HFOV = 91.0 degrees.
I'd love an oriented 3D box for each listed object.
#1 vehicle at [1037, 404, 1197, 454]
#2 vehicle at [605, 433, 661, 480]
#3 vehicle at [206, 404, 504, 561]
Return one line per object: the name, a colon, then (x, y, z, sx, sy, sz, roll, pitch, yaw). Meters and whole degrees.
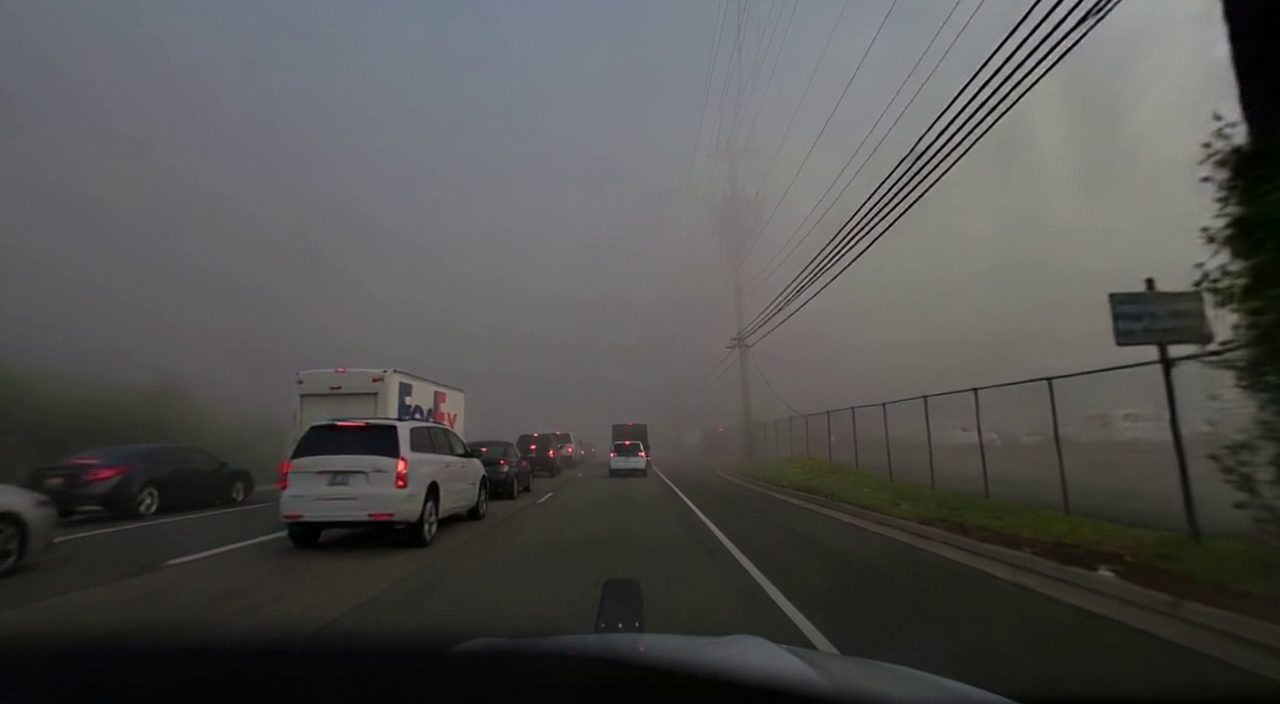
vehicle: (32.683, 5.337, 43.291, 8.848, 3.271, 2.774, 0, -9, -5)
vehicle: (-0.300, 4.111, 25.031, 2.055, 1.671, 4.147, 0, -8, -1)
vehicle: (-3.840, 1.872, 9.781, 2.263, 1.803, 4.868, 0, -8, 1)
